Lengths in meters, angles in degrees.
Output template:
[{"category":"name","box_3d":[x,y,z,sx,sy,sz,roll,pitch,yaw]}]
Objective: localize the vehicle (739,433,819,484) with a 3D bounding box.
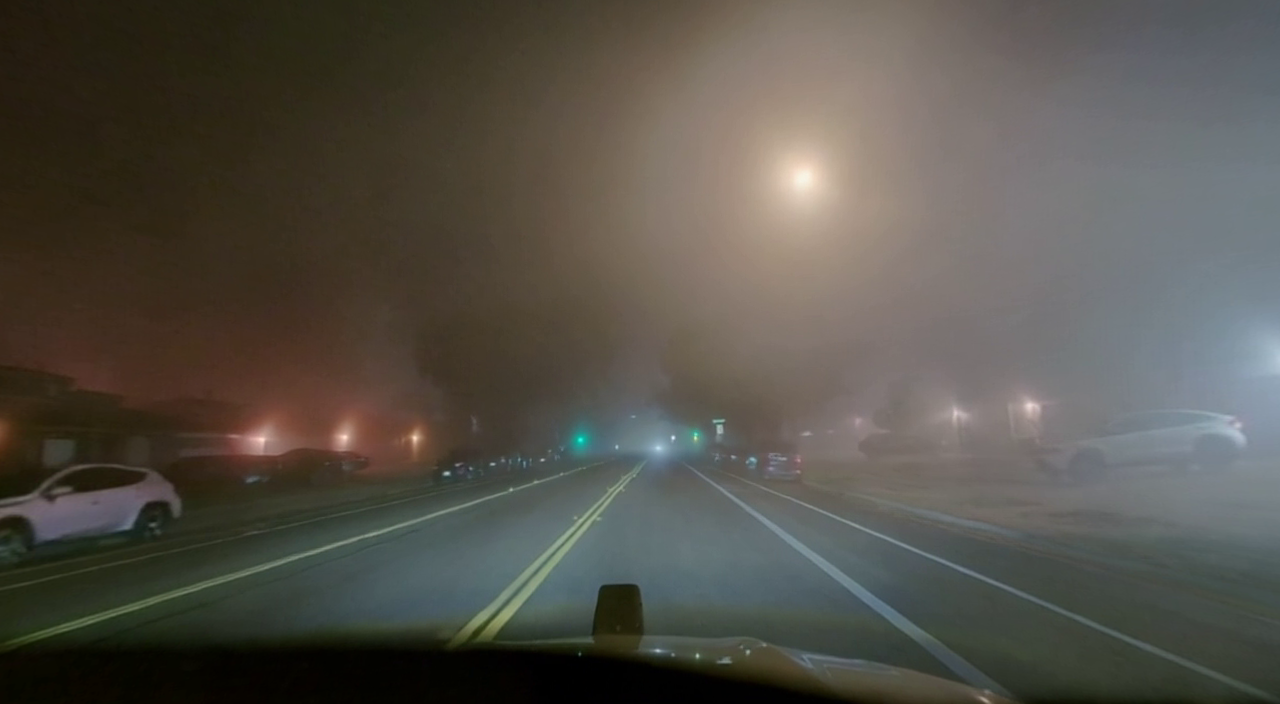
[{"category":"vehicle","box_3d":[5.530,4.280,25.751,2.215,1.886,4.577,0,-8,0]}]

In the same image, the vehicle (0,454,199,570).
[{"category":"vehicle","box_3d":[-10.237,2.646,10.825,2.082,1.661,4.403,-3,-10,1]}]

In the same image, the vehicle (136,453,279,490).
[{"category":"vehicle","box_3d":[-18.352,5.059,26.969,4.699,1.476,1.949,0,-8,1]}]

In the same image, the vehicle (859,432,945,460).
[{"category":"vehicle","box_3d":[14.740,5.326,35.725,3.966,1.500,1.998,-1,-8,3]}]

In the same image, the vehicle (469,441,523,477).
[{"category":"vehicle","box_3d":[-9.282,6.901,41.096,2.225,2.037,5.158,-4,-8,1]}]

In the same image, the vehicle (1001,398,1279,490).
[{"category":"vehicle","box_3d":[13.359,2.331,16.254,6.619,1.884,2.225,-3,-9,2]}]

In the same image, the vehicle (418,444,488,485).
[{"category":"vehicle","box_3d":[-9.524,5.794,32.605,2.117,1.865,4.570,-3,-10,1]}]

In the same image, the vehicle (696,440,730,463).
[{"category":"vehicle","box_3d":[5.603,7.712,49.066,2.155,1.668,4.425,0,-8,1]}]

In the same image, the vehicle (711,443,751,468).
[{"category":"vehicle","box_3d":[5.715,6.582,40.250,1.908,1.477,4.920,0,-8,2]}]
